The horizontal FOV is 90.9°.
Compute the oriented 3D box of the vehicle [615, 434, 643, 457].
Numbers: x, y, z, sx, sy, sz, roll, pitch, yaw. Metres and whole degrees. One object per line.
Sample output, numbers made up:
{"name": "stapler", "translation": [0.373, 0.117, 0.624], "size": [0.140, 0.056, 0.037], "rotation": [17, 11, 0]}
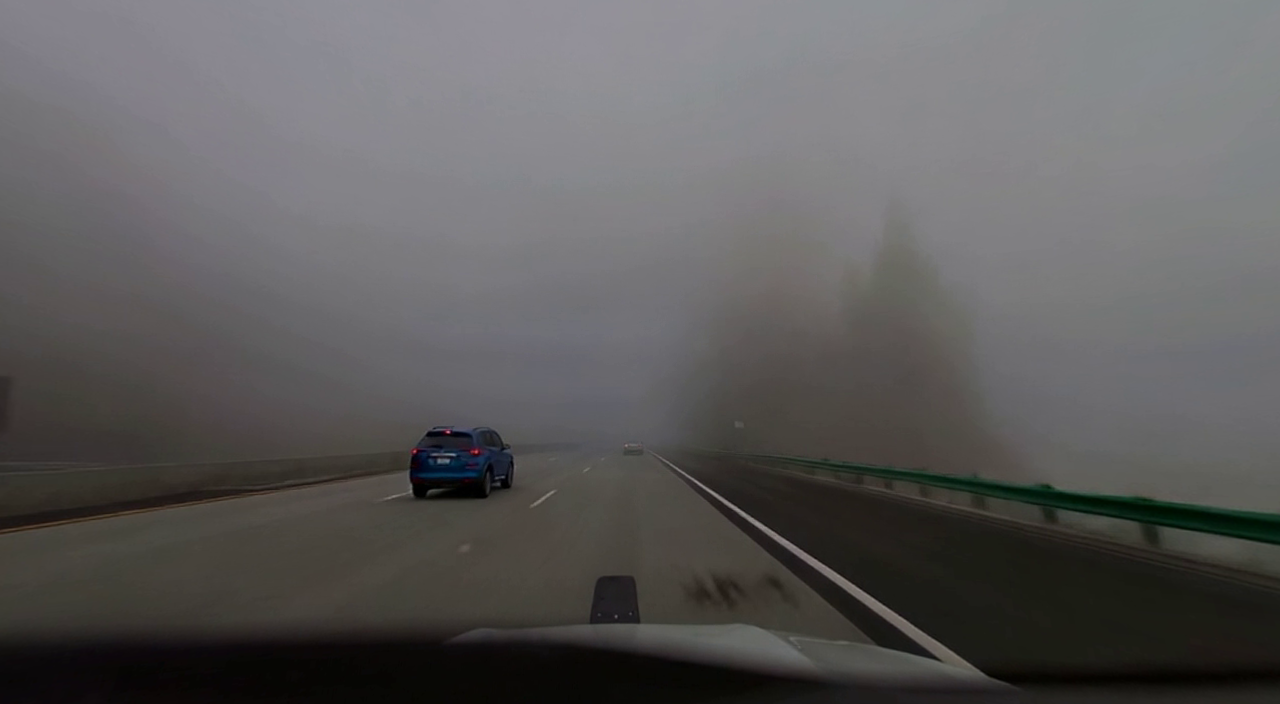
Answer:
{"name": "vehicle", "translation": [-0.764, 6.396, 43.344], "size": [1.836, 1.450, 3.519], "rotation": [0, -8, -1]}

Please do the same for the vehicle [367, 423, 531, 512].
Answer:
{"name": "vehicle", "translation": [-3.793, 2.358, 13.579], "size": [2.072, 1.545, 4.767], "rotation": [0, -8, 0]}
